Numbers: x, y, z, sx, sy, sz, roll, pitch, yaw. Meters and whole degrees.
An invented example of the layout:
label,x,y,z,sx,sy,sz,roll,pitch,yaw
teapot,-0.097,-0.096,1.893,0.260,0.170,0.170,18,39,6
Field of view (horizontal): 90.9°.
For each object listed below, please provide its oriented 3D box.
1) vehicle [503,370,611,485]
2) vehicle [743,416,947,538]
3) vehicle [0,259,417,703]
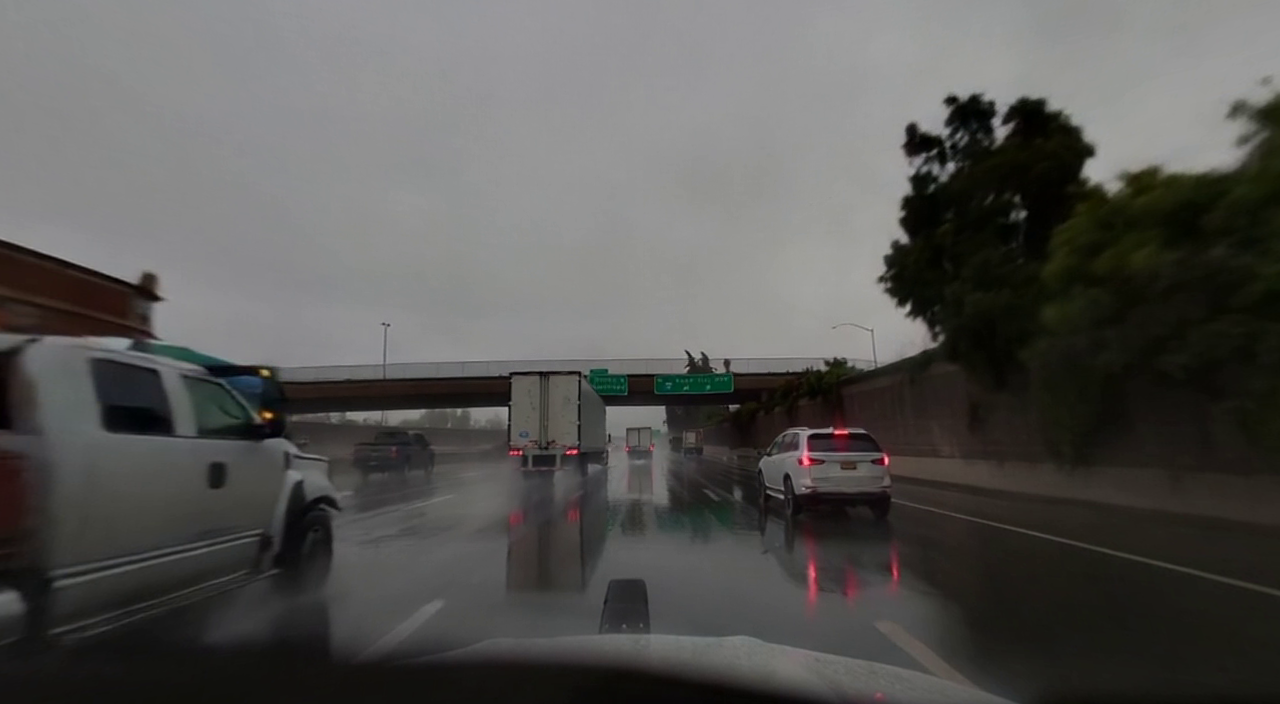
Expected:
label,x,y,z,sx,sy,sz,roll,pitch,yaw
vehicle,-3.328,3.816,30.445,2.869,4.108,15.564,0,-8,1
vehicle,3.194,2.048,10.935,2.028,1.658,4.334,0,-8,-1
vehicle,-3.590,0.796,2.929,2.645,2.023,6.491,0,-8,1
